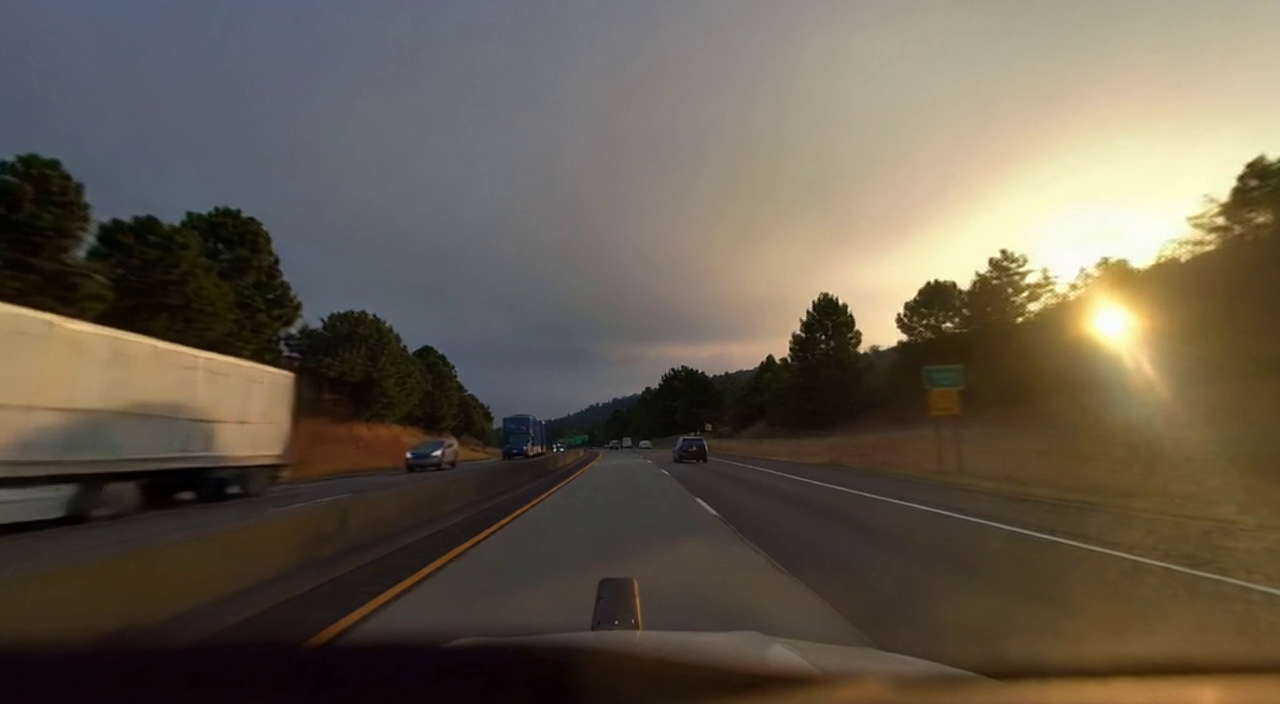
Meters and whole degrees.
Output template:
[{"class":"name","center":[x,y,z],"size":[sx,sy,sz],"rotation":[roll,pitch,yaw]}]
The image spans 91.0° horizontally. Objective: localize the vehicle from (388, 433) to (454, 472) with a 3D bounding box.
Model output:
[{"class":"vehicle","center":[-12.354,5.687,35.951],"size":[2.140,2.010,5.163],"rotation":[0,-8,-3]}]

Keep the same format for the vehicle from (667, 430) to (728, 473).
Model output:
[{"class":"vehicle","center":[2.399,4.271,27.252],"size":[2.043,1.673,4.016],"rotation":[0,-8,-3]}]

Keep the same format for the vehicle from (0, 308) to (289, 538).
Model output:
[{"class":"vehicle","center":[-11.994,1.651,13.727],"size":[2.762,3.746,10.715],"rotation":[0,-8,-2]}]
